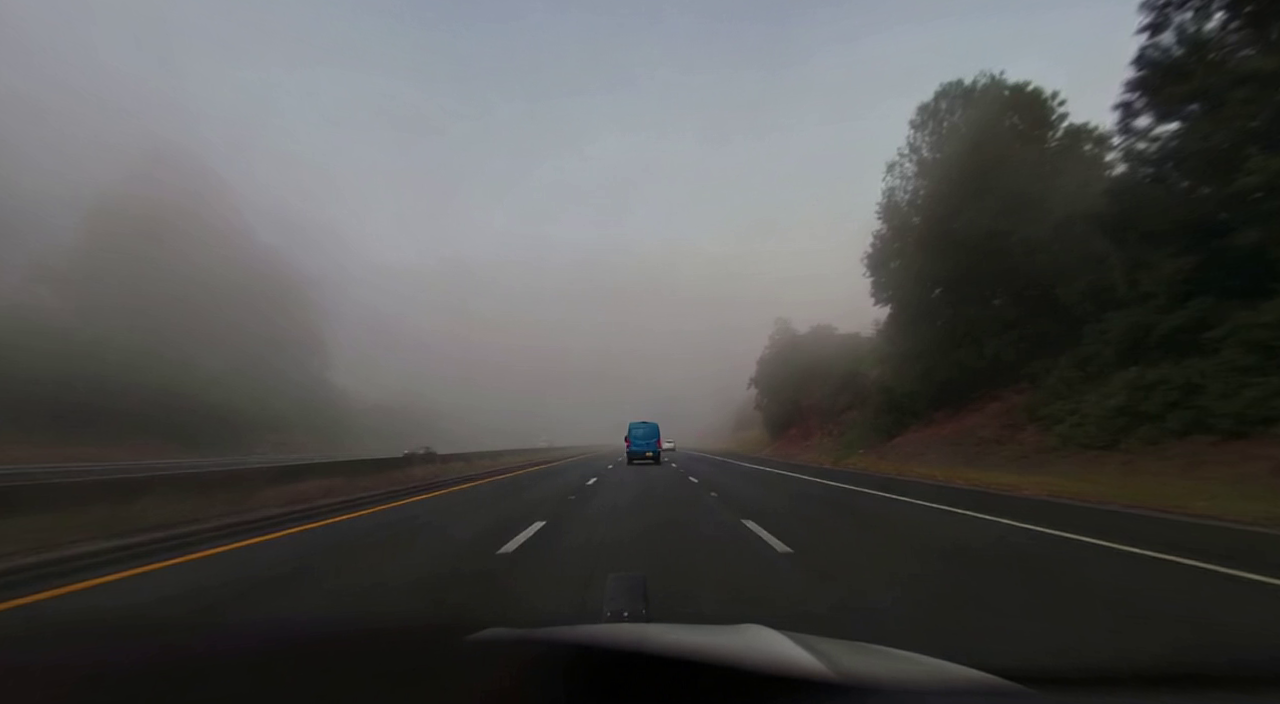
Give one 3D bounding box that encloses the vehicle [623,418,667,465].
[{"bbox_3d":[0.258,5.146,36.141,2.329,2.483,5.428,0,-8,0],"label":"vehicle"}]
